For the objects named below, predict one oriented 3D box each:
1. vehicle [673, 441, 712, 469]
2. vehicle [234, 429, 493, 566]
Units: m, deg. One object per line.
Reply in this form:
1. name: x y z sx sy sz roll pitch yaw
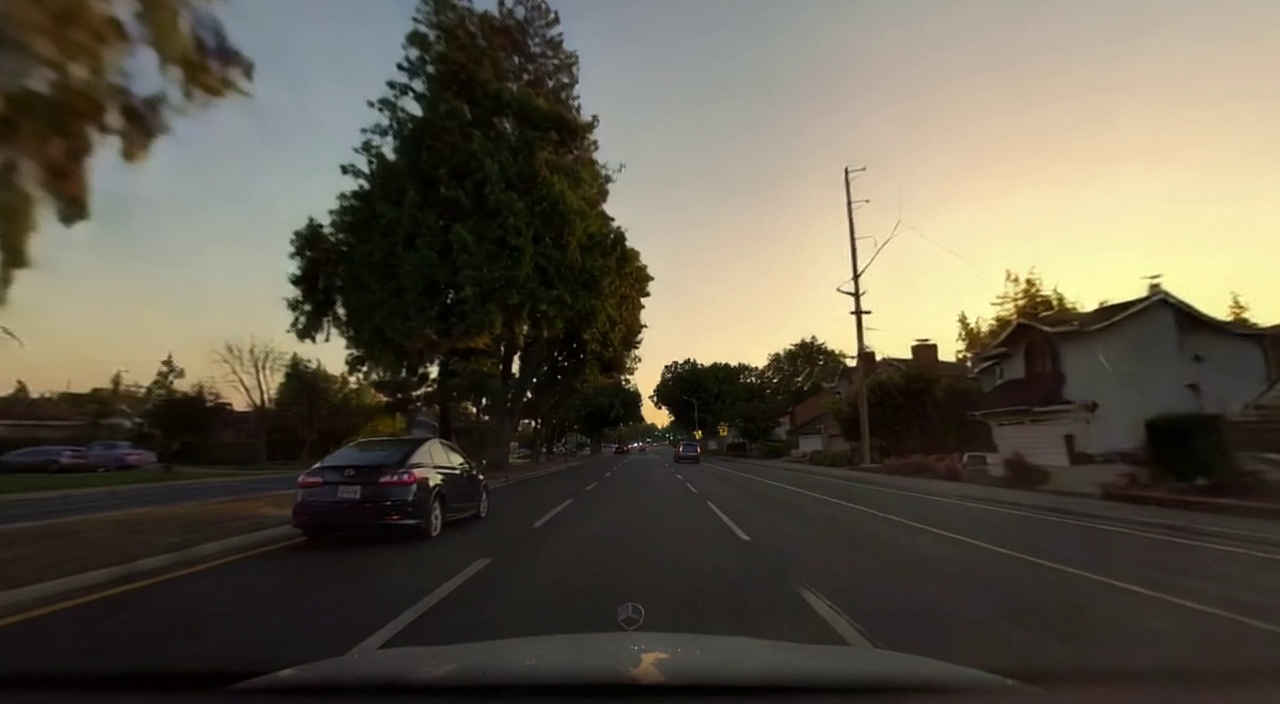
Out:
1. vehicle: 3.424 6.827 42.020 2.114 1.780 4.445 0 -8 -1
2. vehicle: -3.654 1.976 9.417 1.966 1.524 4.410 0 -8 -2
